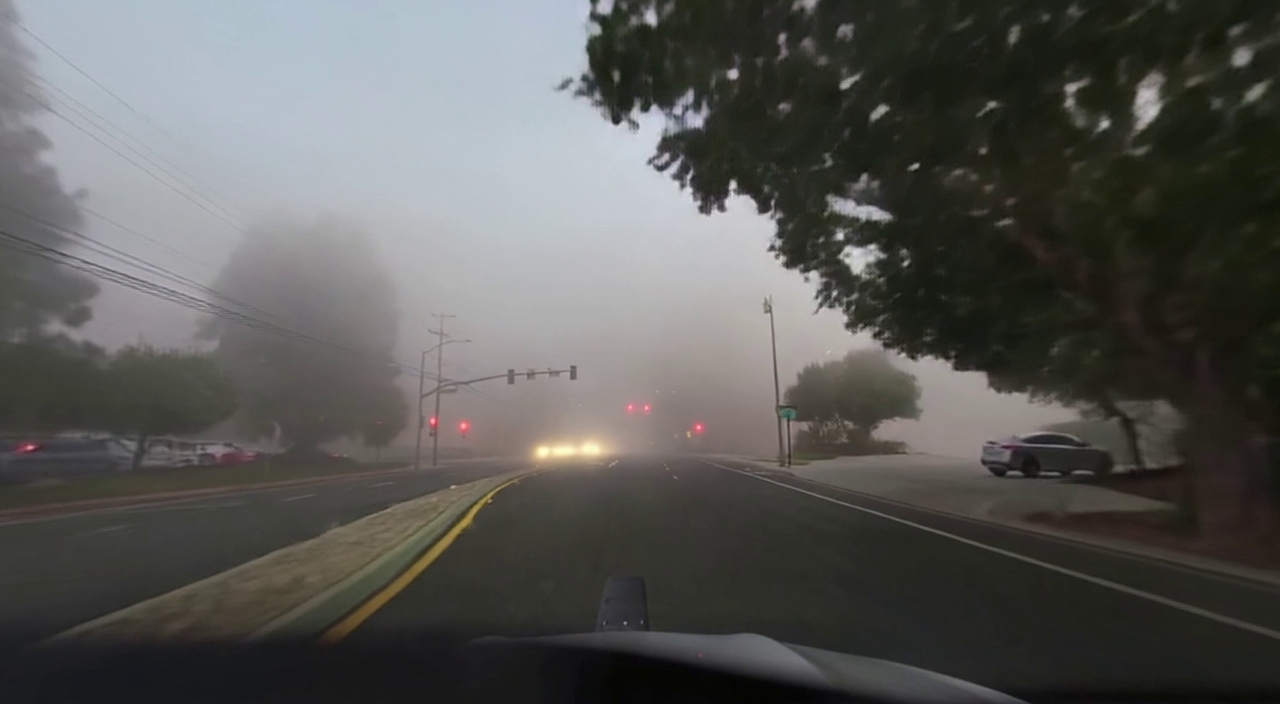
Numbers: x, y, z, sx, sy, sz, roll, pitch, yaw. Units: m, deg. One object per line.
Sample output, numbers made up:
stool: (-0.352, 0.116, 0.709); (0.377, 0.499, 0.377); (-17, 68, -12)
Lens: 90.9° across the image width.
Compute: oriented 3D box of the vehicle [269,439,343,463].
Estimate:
vehicle: (-23.394, 6.924, 44.192); (4.043, 1.551, 1.988); (-1, -9, 2)

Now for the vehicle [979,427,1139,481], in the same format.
vehicle: (14.297, 3.460, 21.593); (4.276, 1.703, 2.088); (2, -9, -14)

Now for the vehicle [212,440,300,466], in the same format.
vehicle: (-23.493, 6.192, 38.669); (4.116, 1.548, 1.923); (0, -8, 0)

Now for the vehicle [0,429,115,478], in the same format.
vehicle: (-23.972, 3.959, 24.630); (4.928, 1.783, 2.153); (0, -8, 1)
